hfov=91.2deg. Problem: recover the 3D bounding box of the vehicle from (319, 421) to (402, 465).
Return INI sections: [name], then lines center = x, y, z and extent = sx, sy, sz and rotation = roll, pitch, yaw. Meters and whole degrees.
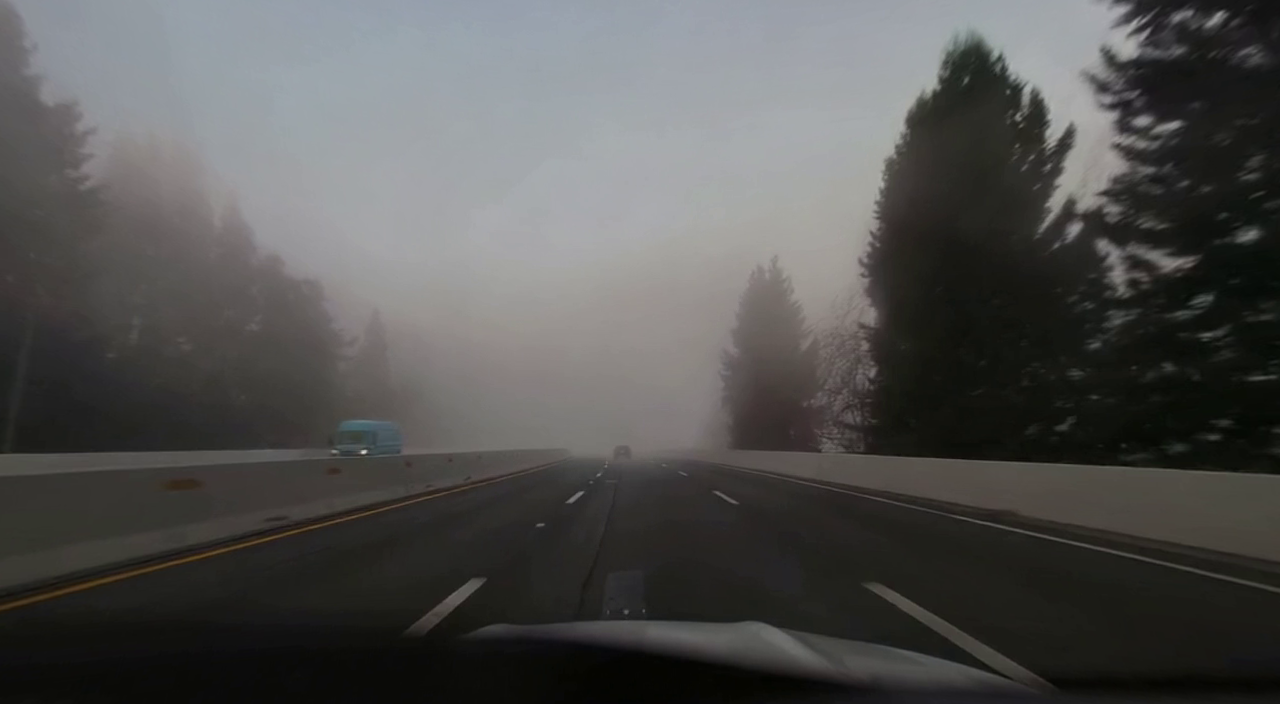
[vehicle]
center = -16.287, 5.390, 36.959
extent = 2.276, 2.354, 5.753
rotation = 0, -9, -1
